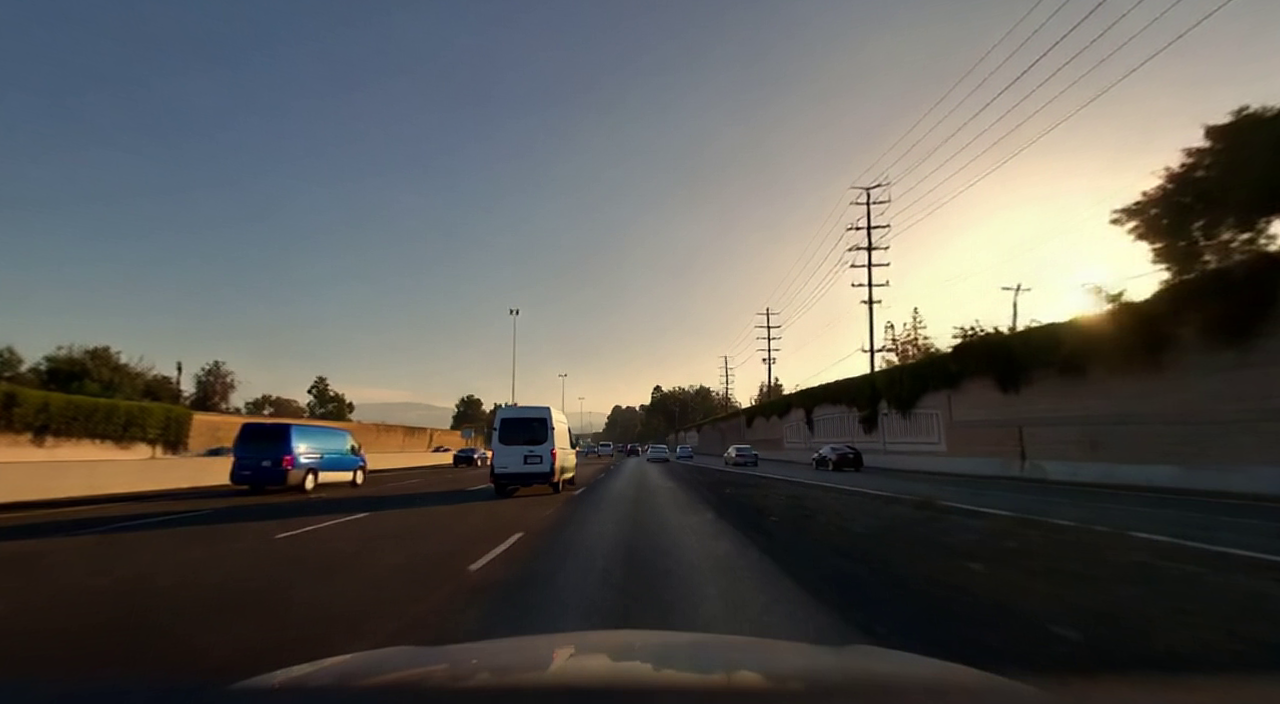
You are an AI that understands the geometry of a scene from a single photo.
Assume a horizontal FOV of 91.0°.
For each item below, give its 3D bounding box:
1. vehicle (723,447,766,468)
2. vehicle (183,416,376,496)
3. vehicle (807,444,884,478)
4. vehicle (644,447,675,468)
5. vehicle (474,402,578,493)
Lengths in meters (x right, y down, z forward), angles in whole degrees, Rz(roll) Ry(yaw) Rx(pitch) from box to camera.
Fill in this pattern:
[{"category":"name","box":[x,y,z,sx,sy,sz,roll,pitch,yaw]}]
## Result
[{"category":"vehicle","box":[7.728,7.828,46.884,2.095,1.504,4.536,0,-9,-4]},{"category":"vehicle","box":[-11.295,3.354,20.606,2.596,2.162,6.328,0,-9,-1]},{"category":"vehicle","box":[9.719,5.193,30.203,2.052,1.470,4.364,0,-9,-3]},{"category":"vehicle","box":[1.418,7.915,47.533,2.084,1.492,4.137,0,-9,-1]},{"category":"vehicle","box":[-3.660,3.258,21.572,2.395,2.660,5.827,0,-9,0]}]
